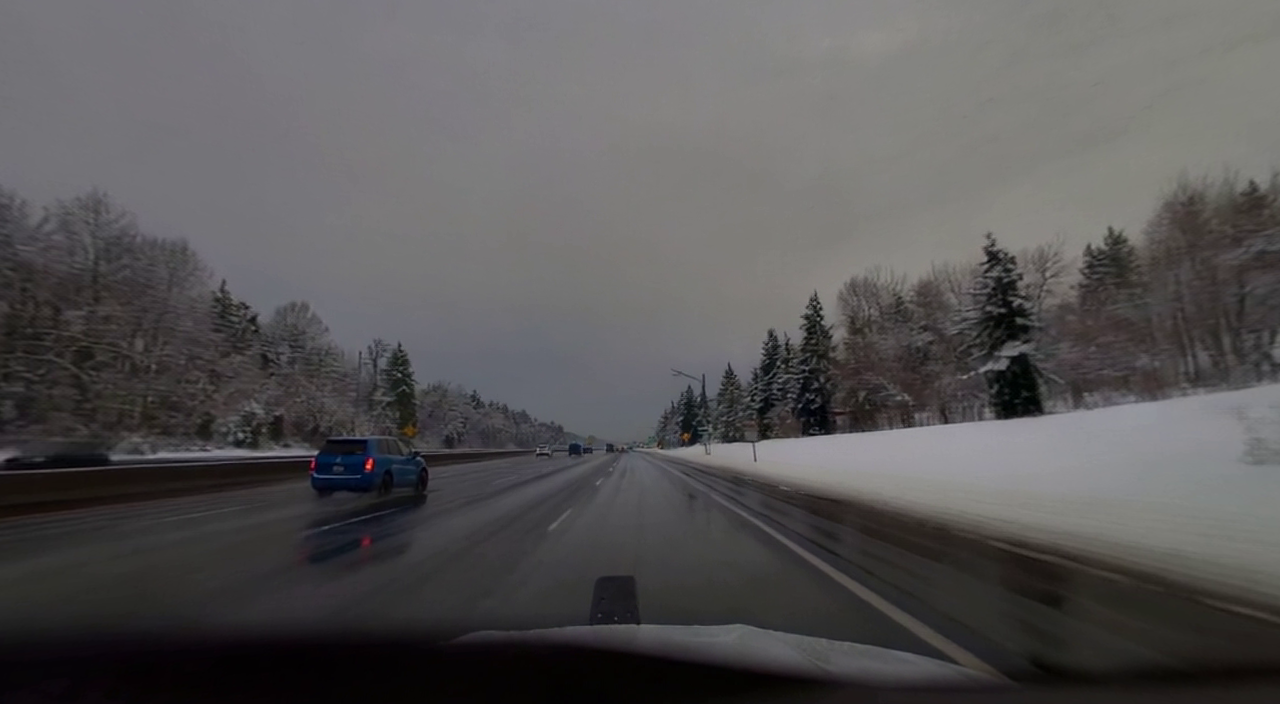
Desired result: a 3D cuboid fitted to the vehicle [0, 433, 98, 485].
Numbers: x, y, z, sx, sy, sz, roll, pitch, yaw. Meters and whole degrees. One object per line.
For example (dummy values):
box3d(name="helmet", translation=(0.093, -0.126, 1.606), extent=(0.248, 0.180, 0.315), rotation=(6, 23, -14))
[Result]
box3d(name="vehicle", translation=(-39.928, 6.932, 40.970), extent=(2.765, 3.067, 7.632), rotation=(0, -9, -1))

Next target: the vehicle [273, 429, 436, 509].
box3d(name="vehicle", translation=(-7.142, 2.984, 16.459), extent=(2.146, 1.766, 4.502), rotation=(0, -9, 0))
